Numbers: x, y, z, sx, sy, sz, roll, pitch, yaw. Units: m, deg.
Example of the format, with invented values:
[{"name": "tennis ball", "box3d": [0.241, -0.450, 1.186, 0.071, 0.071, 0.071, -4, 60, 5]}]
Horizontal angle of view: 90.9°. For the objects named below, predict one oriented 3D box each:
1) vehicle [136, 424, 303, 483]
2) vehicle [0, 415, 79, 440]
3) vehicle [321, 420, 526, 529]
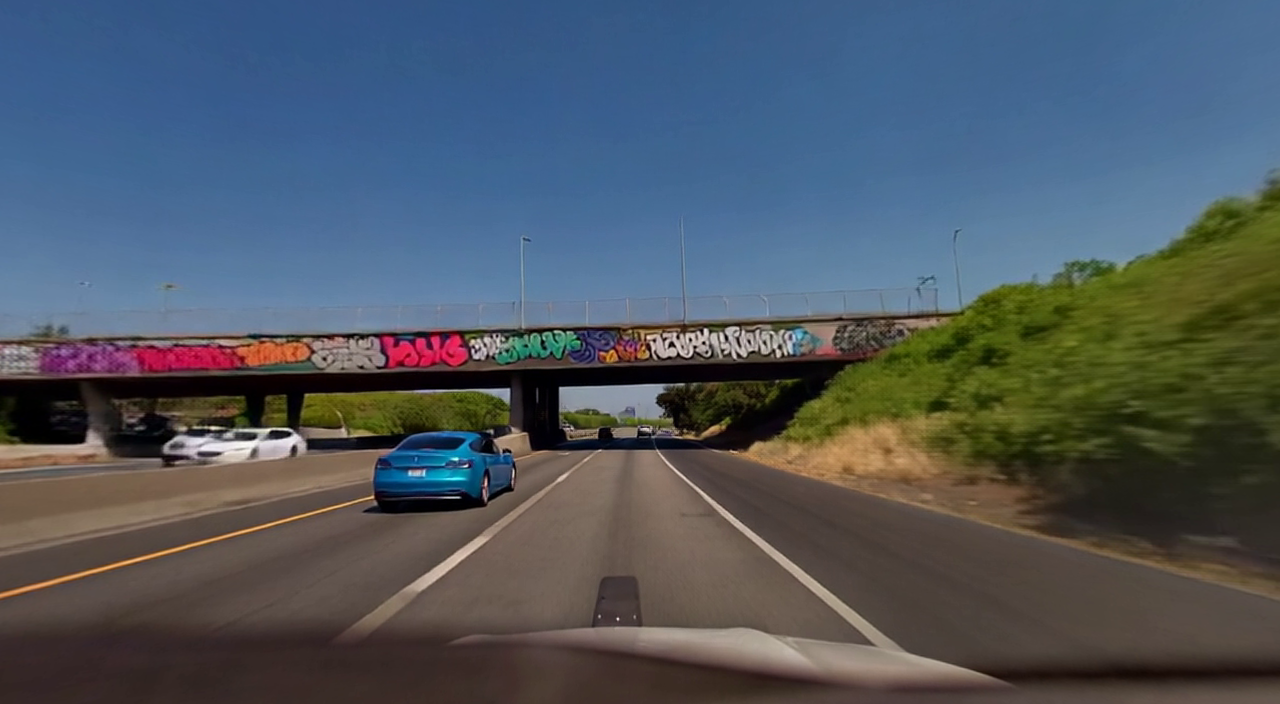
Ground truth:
[{"name": "vehicle", "box3d": [-12.636, 3.058, 19.401, 1.979, 1.566, 4.599, 0, -8, 0]}, {"name": "vehicle", "box3d": [-38.541, 4.764, 39.442, 4.767, 1.486, 1.933, 5, -9, -33]}, {"name": "vehicle", "box3d": [-3.550, 2.081, 11.436, 2.108, 1.555, 4.574, 0, -8, 0]}]
